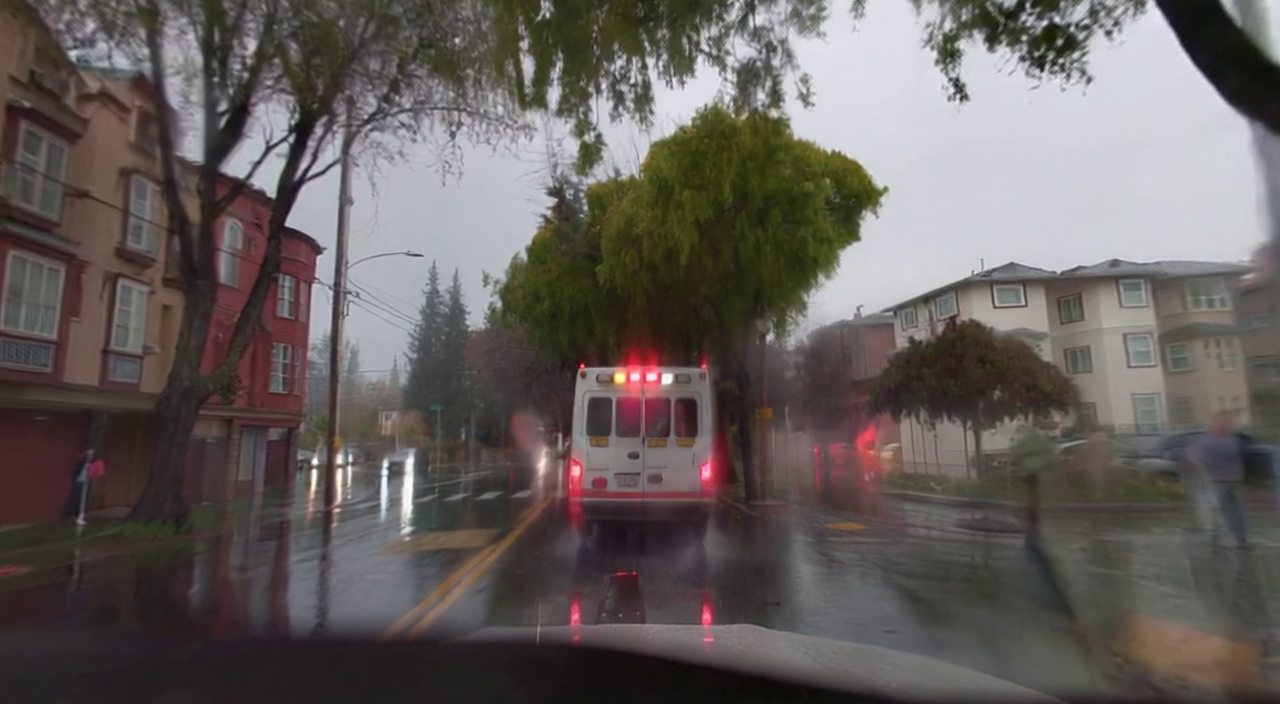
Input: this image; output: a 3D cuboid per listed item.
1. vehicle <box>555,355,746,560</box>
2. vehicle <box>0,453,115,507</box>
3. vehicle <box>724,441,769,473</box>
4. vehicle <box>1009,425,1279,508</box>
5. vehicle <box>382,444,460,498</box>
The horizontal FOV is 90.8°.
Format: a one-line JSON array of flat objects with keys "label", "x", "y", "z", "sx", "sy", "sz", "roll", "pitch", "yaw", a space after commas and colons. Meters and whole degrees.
[{"label": "vehicle", "x": 0.142, "y": 1.753, "z": 10.995, "sx": 2.444, "sy": 2.640, "sz": 5.482, "roll": 0, "pitch": -8, "yaw": 0}, {"label": "vehicle", "x": -18.738, "y": 3.768, "z": 18.798, "sx": 4.412, "sy": 1.468, "sz": 1.914, "roll": 0, "pitch": -8, "yaw": -3}, {"label": "vehicle", "x": 6.600, "y": 6.414, "z": 38.875, "sx": 2.056, "sy": 1.810, "sz": 4.502, "roll": -3, "pitch": -9, "yaw": 17}, {"label": "vehicle", "x": 13.189, "y": 2.996, "z": 16.736, "sx": 5.270, "sy": 1.966, "sz": 2.329, "roll": -2, "pitch": -9, "yaw": 11}, {"label": "vehicle", "x": -8.459, "y": 4.419, "z": 24.048, "sx": 2.290, "sy": 1.776, "sz": 4.947, "roll": 3, "pitch": -9, "yaw": -24}]
